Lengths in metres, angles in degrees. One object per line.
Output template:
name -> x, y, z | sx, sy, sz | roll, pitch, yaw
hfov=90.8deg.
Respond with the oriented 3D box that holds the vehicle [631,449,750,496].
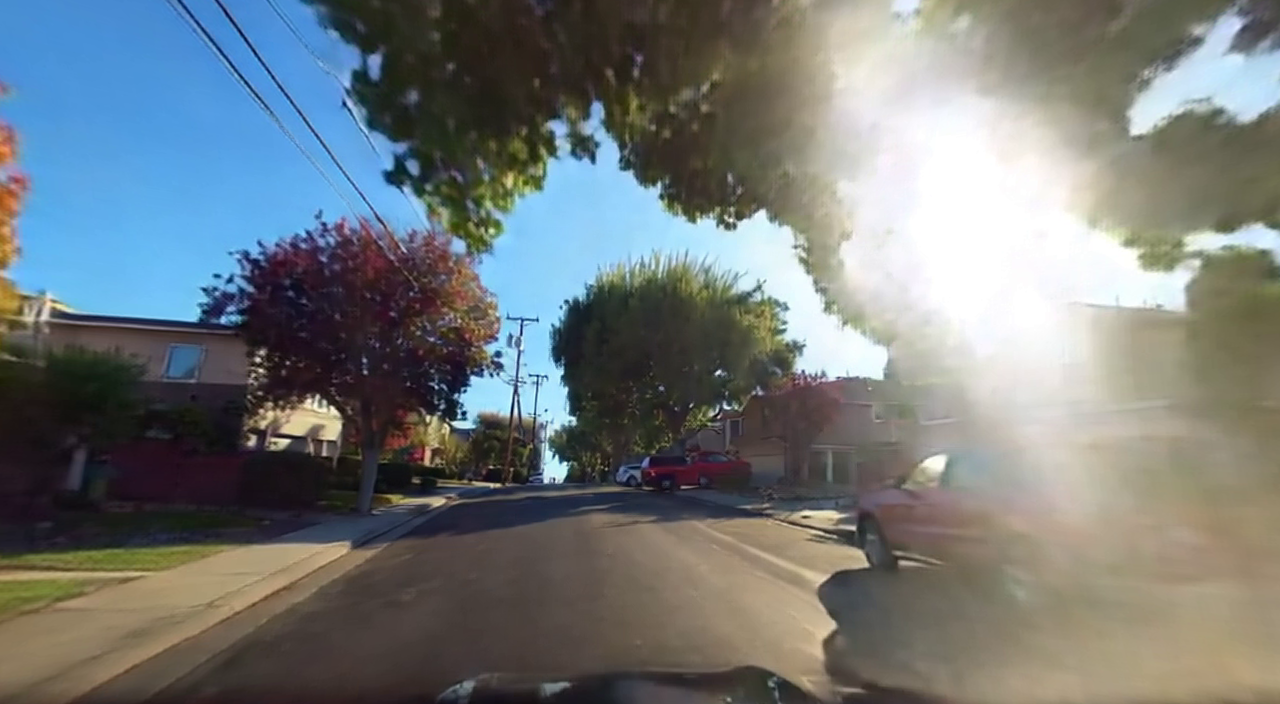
vehicle -> 1.955, 4.784, 25.349 | 4.413, 1.728, 1.869 | 1, -9, -10
